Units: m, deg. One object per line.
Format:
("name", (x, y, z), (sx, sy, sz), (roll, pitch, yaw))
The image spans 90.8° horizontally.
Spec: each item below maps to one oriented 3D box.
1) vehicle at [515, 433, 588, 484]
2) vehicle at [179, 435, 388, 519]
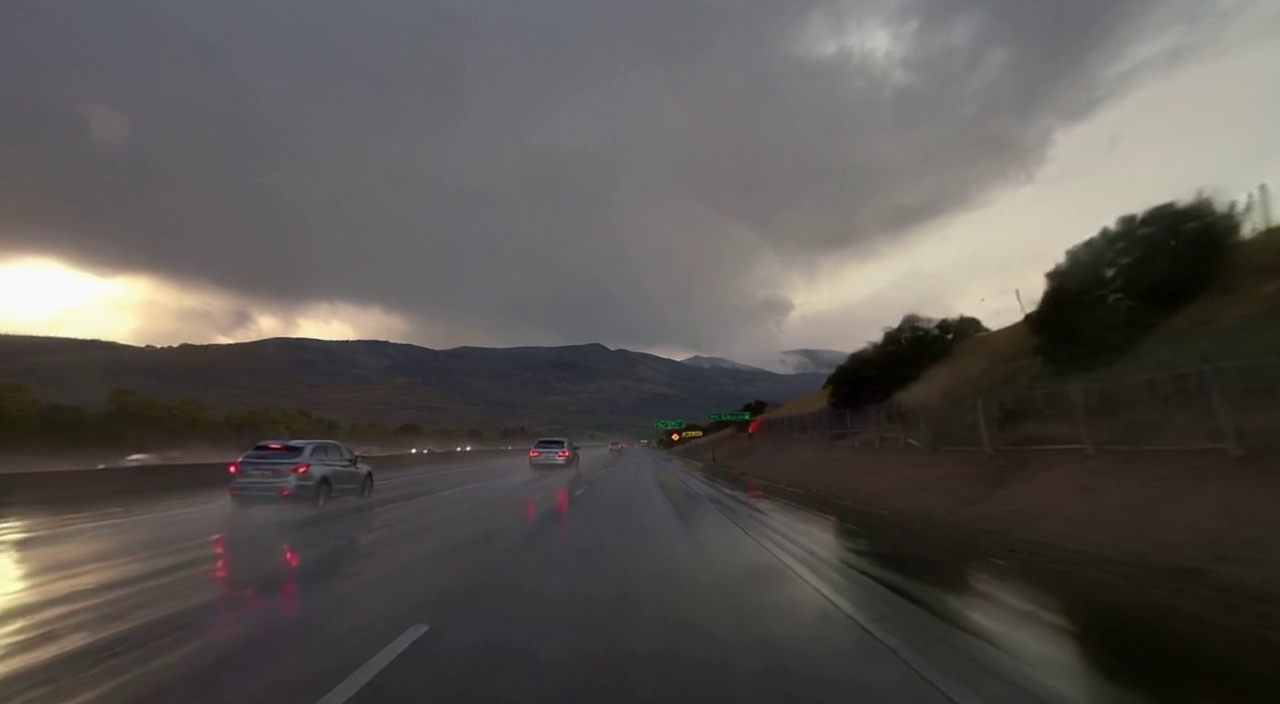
("vehicle", (-3.241, 4.024, 24.169), (2.029, 1.753, 4.718), (0, -9, 1))
("vehicle", (-7.431, 2.632, 13.855), (1.930, 1.508, 4.567), (0, -9, 0))
